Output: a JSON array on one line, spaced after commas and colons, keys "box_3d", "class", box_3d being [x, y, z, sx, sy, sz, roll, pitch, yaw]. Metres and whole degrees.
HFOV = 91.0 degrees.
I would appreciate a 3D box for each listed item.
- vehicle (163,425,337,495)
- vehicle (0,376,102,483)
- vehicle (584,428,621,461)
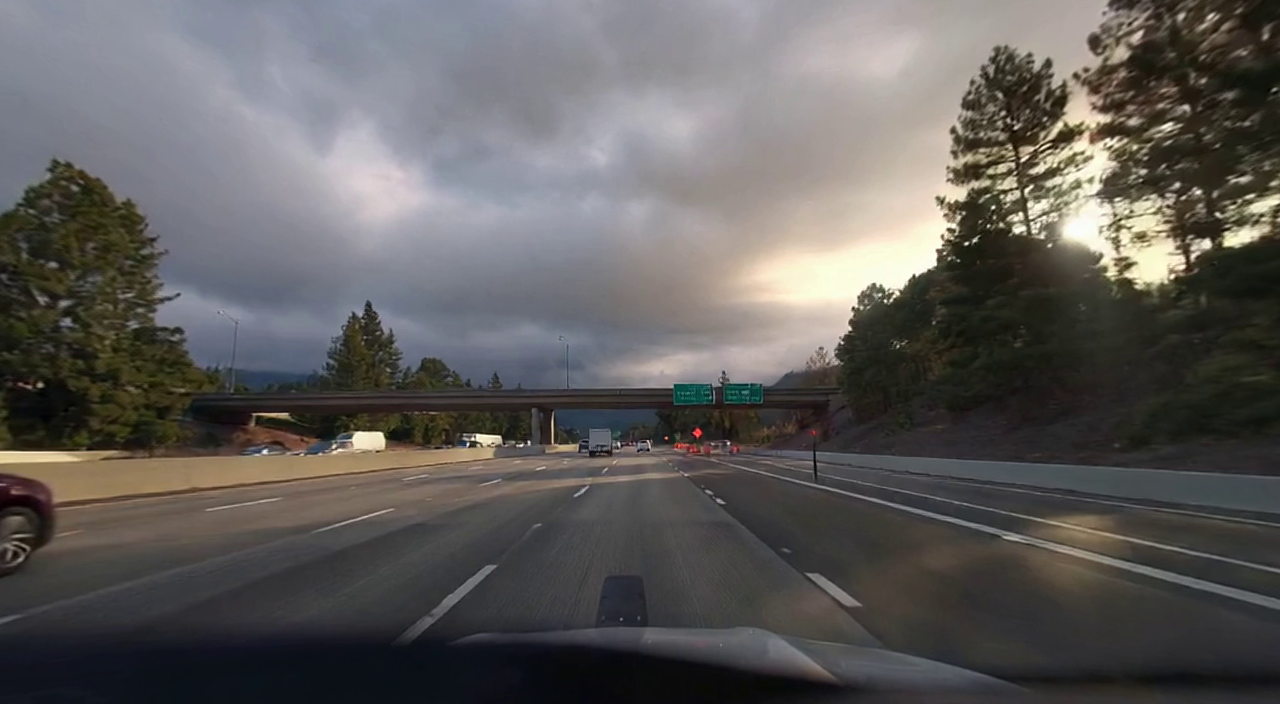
[{"box_3d": [-10.453, 2.919, 17.367, 1.964, 1.662, 4.367, 0, -8, 0], "class": "vehicle"}, {"box_3d": [-25.415, 2.331, 19.783, 2.922, 3.951, 15.951, 0, -8, 0], "class": "vehicle"}, {"box_3d": [-2.756, 7.099, 48.329, 2.403, 2.369, 5.829, 0, -8, 1], "class": "vehicle"}]
